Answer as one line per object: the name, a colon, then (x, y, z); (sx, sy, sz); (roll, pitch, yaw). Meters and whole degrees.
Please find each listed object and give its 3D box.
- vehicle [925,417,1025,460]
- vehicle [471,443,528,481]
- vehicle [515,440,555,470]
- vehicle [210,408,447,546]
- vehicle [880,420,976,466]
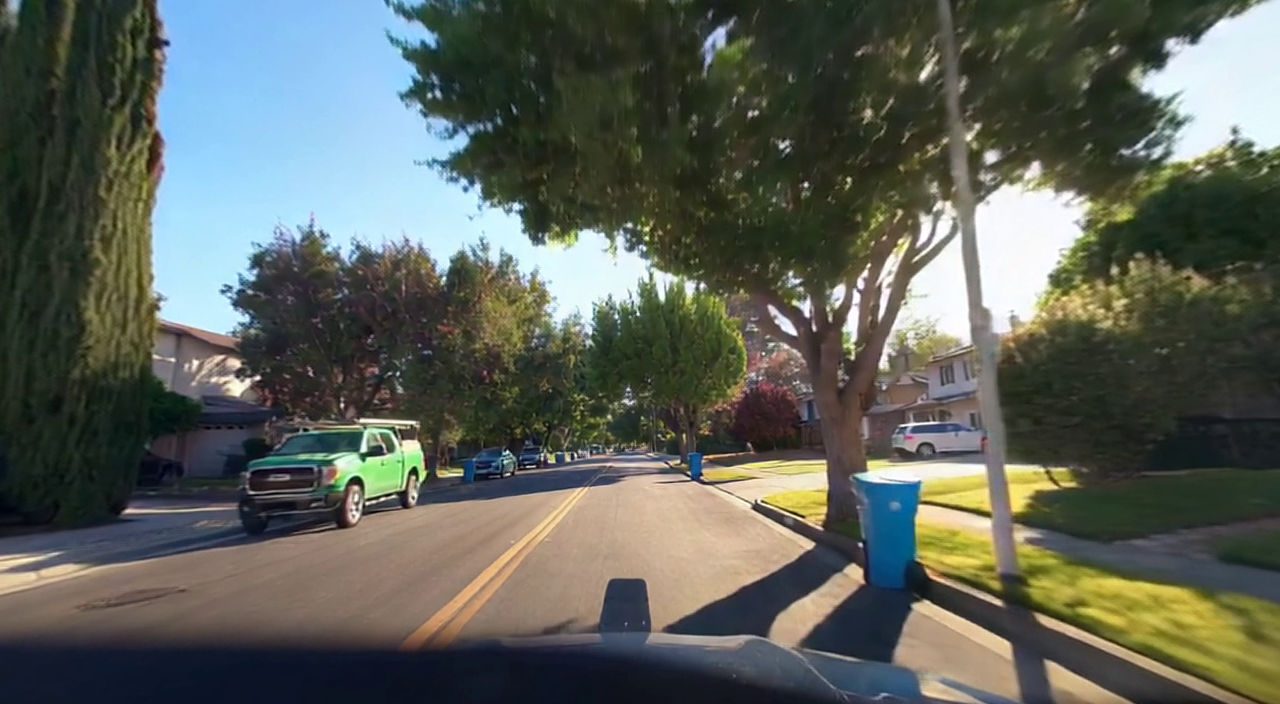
vehicle: (14.545, 3.830, 27.697); (1.915, 1.740, 4.309); (1, -9, -1)
vehicle: (-6.917, 5.449, 31.501); (1.945, 1.530, 4.430); (-4, -7, -3)
vehicle: (-7.393, 7.251, 44.670); (2.169, 1.871, 4.762); (-3, -7, -3)
vehicle: (-6.427, 2.479, 14.105); (2.223, 2.115, 5.707); (5, -4, 1)
vehicle: (12.446, 3.951, 27.619); (1.936, 1.687, 4.714); (-5, -7, 0)
